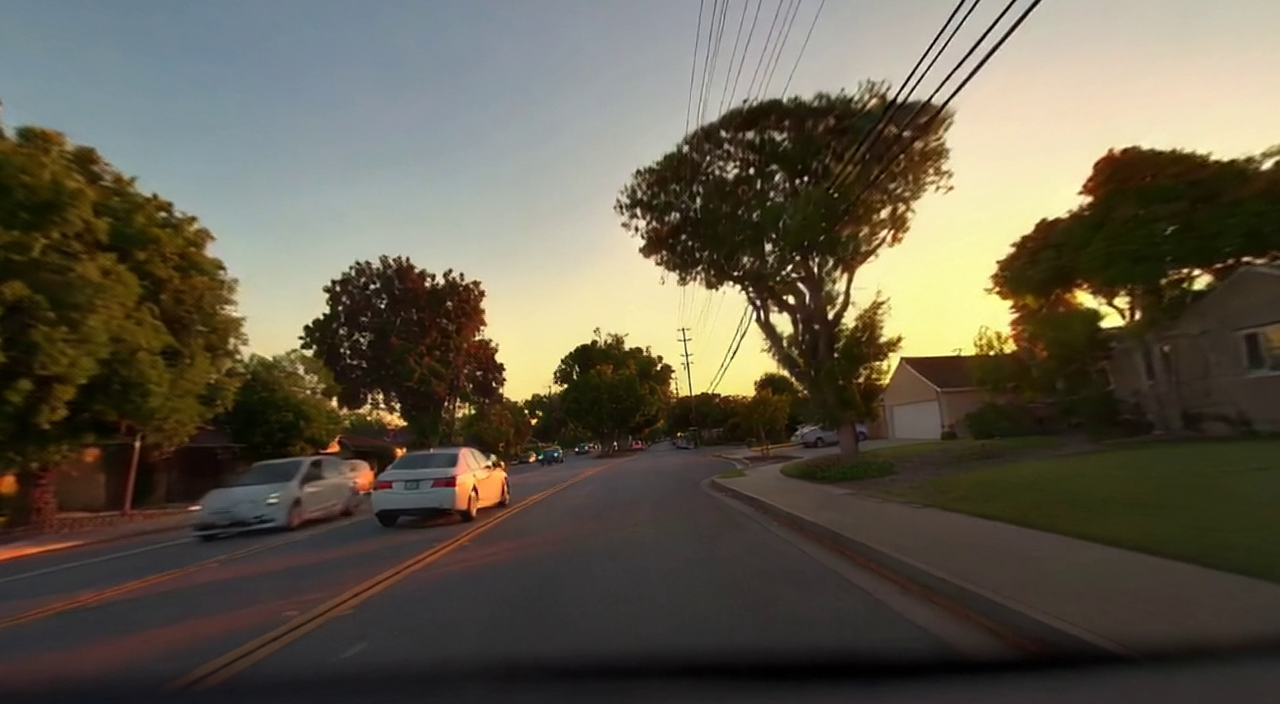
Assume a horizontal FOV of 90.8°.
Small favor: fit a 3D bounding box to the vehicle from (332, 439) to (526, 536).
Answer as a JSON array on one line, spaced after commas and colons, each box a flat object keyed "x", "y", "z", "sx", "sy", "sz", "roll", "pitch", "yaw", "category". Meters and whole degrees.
[{"x": -3.711, "y": 2.443, "z": 12.200, "sx": 2.041, "sy": 1.471, "sz": 4.602, "roll": -1, "pitch": -8, "yaw": 2, "category": "vehicle"}]

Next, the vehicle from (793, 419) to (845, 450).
[{"x": 11.518, "y": 5.414, "z": 41.059, "sx": 2.121, "sy": 1.799, "sz": 5.124, "roll": -3, "pitch": -8, "yaw": 3, "category": "vehicle"}]

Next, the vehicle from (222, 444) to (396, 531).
[{"x": -7.457, "y": 3.024, "z": 14.765, "sx": 1.950, "sy": 1.670, "sz": 3.926, "roll": 0, "pitch": -8, "yaw": 0, "category": "vehicle"}]
